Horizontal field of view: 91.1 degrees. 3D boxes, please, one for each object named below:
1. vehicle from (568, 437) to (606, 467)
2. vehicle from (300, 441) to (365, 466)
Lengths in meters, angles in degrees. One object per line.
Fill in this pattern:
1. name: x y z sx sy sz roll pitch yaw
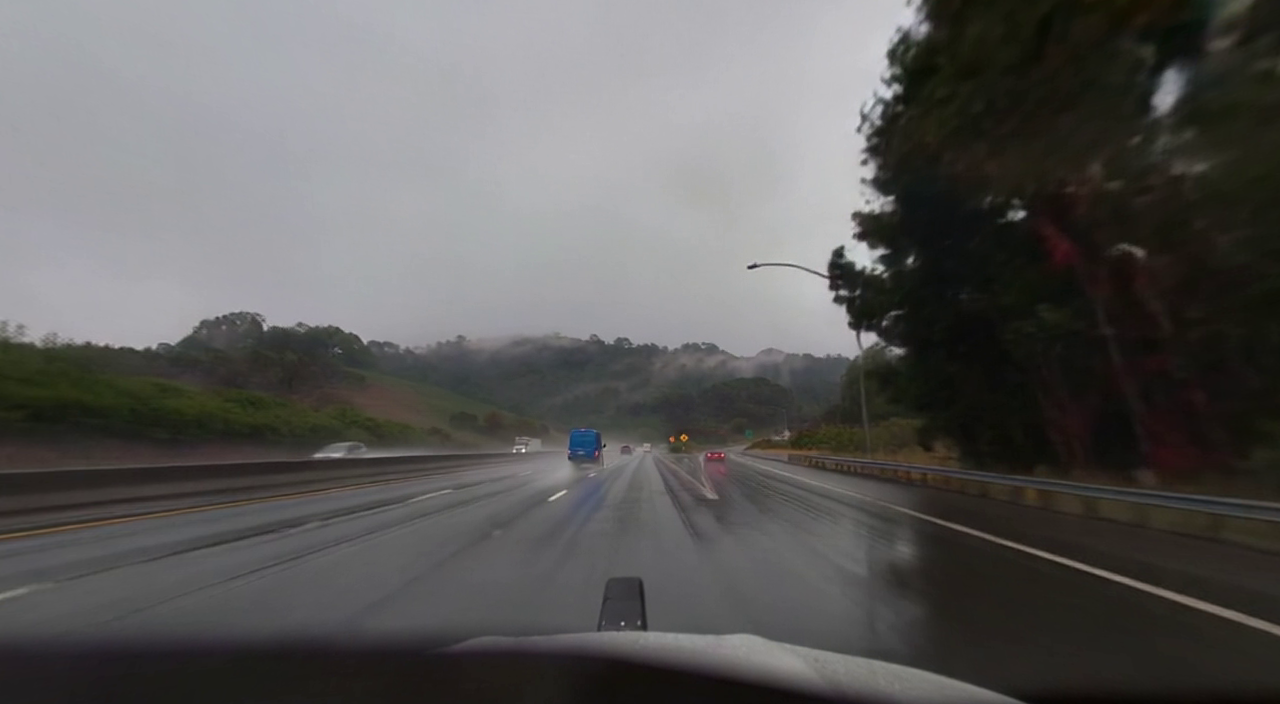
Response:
1. vehicle: -3.450 6.603 41.733 2.169 1.849 4.639 0 -8 0
2. vehicle: -21.537 7.120 44.188 1.984 1.633 4.821 0 -8 1
